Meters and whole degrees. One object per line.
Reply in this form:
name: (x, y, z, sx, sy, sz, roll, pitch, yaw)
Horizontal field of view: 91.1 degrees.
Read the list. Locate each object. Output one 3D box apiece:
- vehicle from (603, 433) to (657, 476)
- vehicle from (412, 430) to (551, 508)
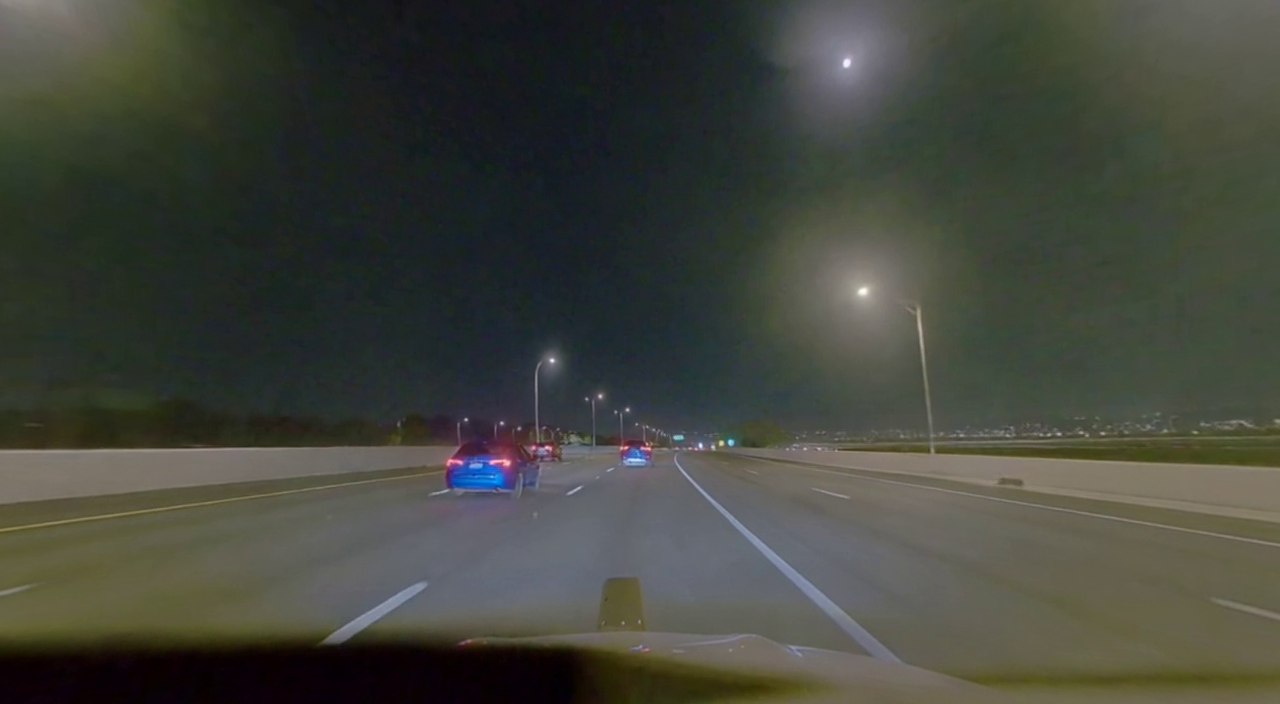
vehicle: (-0.367, 4.432, 27.389, 2.155, 1.690, 4.318, 0, -9, 1)
vehicle: (-3.625, 2.781, 15.376, 2.124, 1.607, 4.531, 0, -9, 1)
